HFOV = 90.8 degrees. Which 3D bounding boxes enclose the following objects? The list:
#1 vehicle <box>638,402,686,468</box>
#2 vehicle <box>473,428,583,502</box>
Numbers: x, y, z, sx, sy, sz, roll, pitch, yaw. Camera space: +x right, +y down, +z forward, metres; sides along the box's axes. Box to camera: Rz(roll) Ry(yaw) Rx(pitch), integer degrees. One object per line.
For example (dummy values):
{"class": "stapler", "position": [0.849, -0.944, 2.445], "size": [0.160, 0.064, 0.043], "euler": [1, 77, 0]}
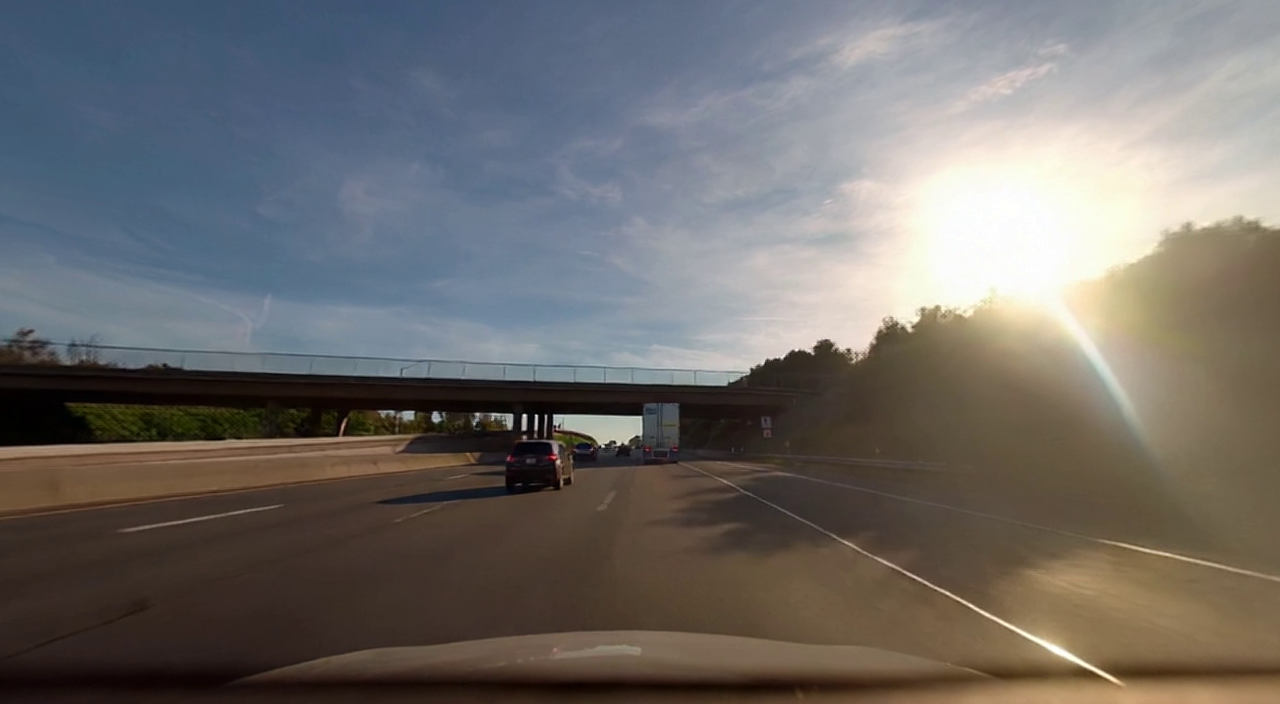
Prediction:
{"class": "vehicle", "position": [1.462, 5.896, 44.385], "size": [2.964, 4.063, 10.072], "euler": [0, -9, 1]}
{"class": "vehicle", "position": [-2.807, 2.967, 16.974], "size": [2.077, 1.716, 4.514], "euler": [0, -9, 1]}
